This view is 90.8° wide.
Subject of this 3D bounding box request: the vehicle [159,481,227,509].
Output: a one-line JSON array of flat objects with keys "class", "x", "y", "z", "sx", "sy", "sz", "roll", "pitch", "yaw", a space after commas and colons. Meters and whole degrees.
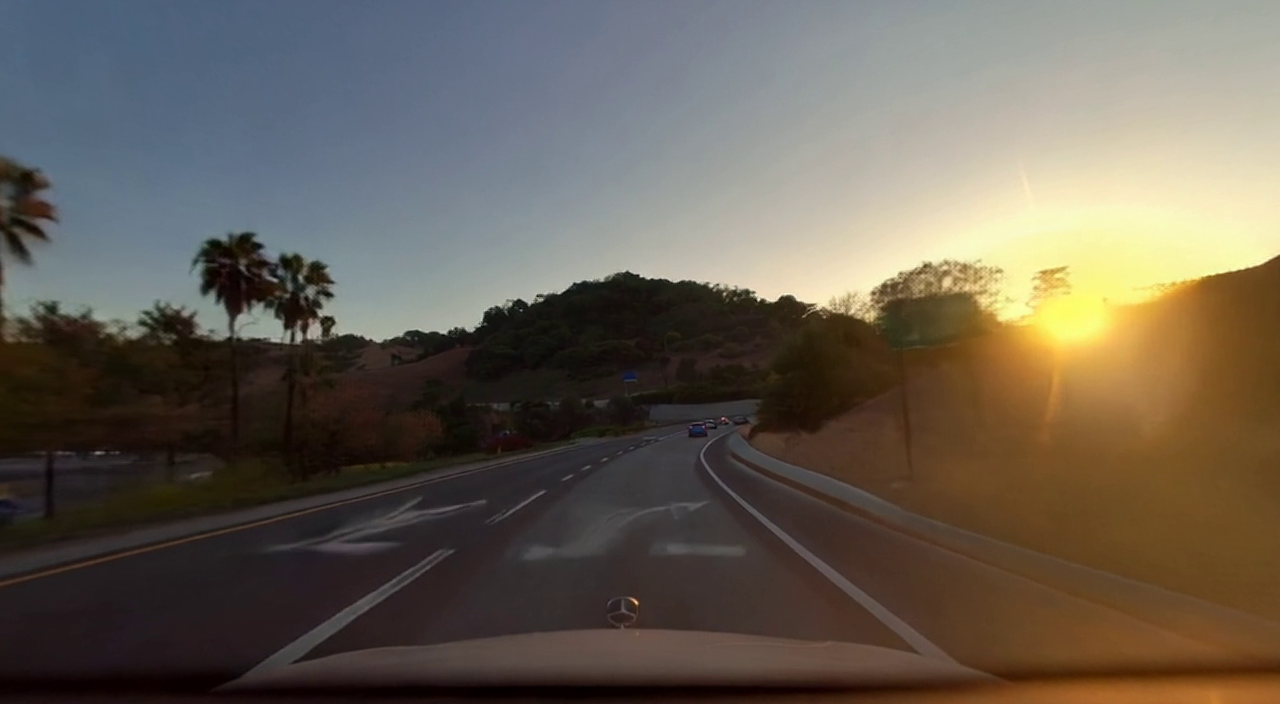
[{"class": "vehicle", "x": -34.282, "y": 10.981, "z": 48.579, "sx": 1.996, "sy": 1.752, "sz": 4.503, "roll": 0, "pitch": -9, "yaw": -2}]
